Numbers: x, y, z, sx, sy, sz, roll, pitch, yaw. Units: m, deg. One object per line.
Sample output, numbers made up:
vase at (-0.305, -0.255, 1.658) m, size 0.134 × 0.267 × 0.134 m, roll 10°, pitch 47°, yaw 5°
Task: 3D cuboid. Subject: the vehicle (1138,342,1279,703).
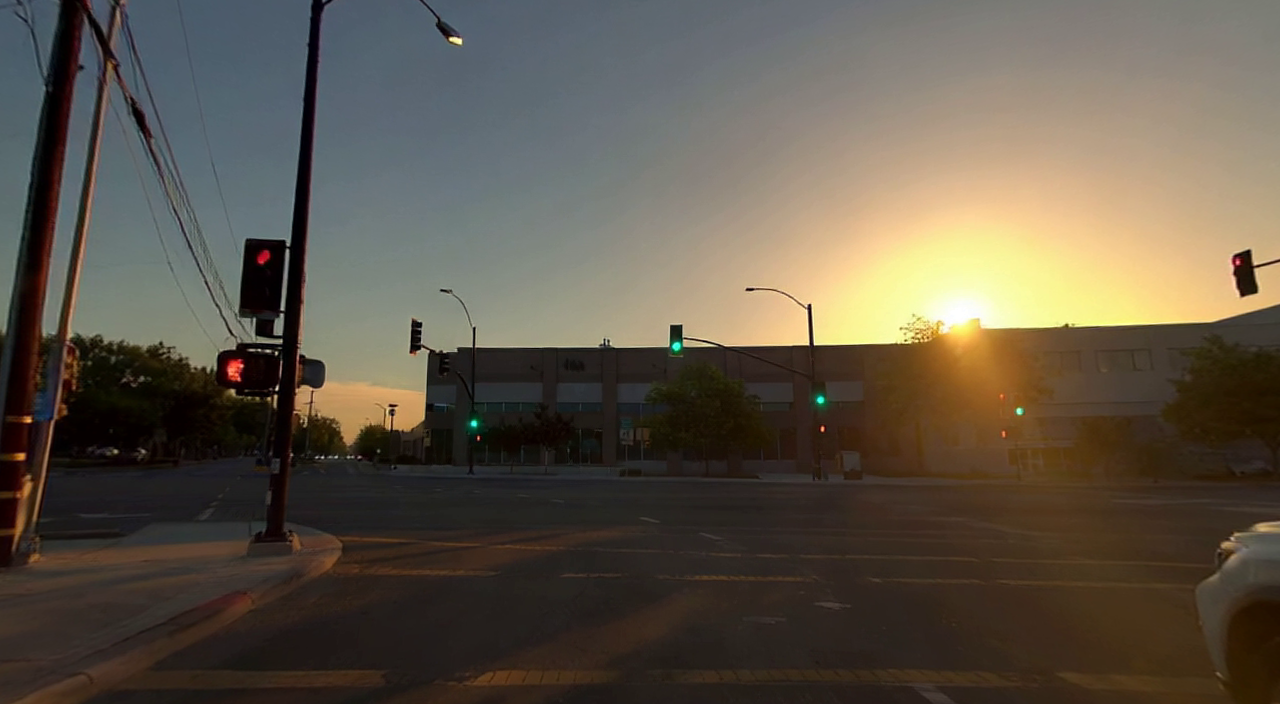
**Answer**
vehicle at (3.055, 0.557, 0.496) m, size 1.938 × 1.648 × 4.211 m, roll -1°, pitch -8°, yaw 2°
